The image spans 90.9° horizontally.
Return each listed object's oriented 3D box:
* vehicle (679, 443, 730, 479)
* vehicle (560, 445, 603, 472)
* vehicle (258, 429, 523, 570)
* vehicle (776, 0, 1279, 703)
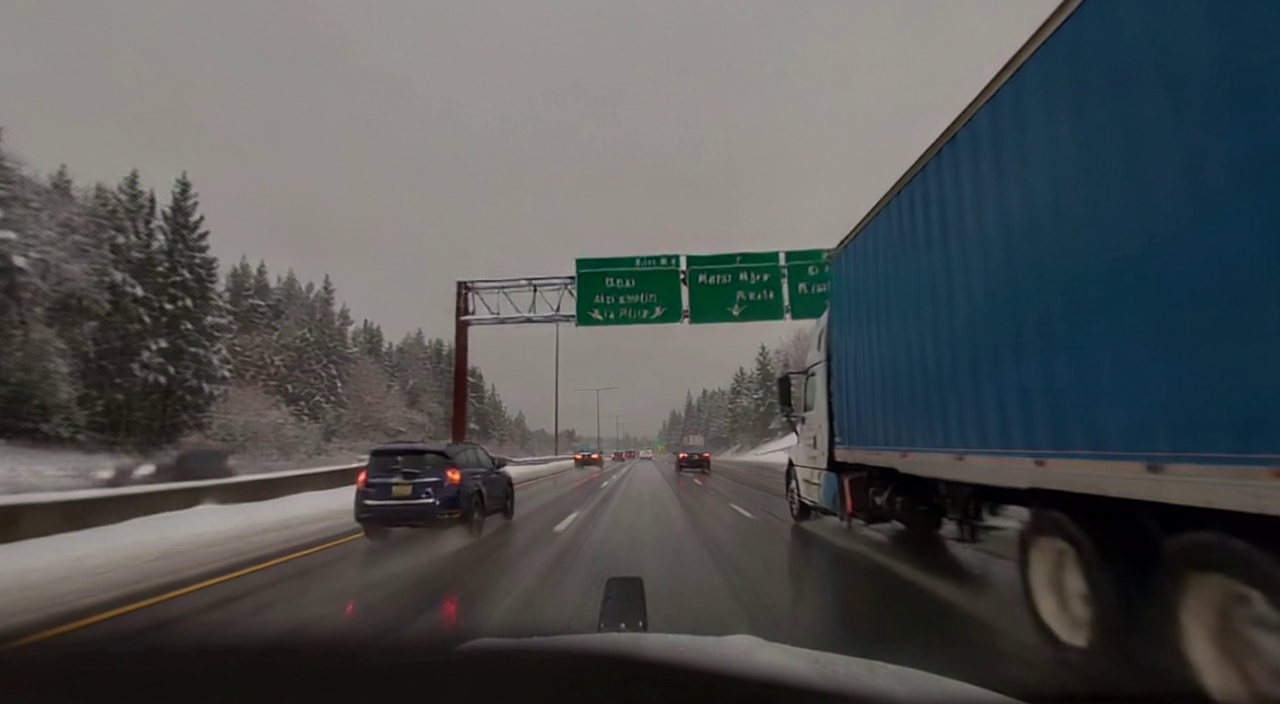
[{"bbox_3d":[2.793,4.863,28.454,2.040,1.461,4.822,-1,-8,3],"label":"vehicle"},{"bbox_3d":[-3.426,6.360,37.913,2.099,1.494,4.504,-1,-8,1],"label":"vehicle"},{"bbox_3d":[-3.334,2.066,9.811,1.974,1.589,5.047,-1,-8,1],"label":"vehicle"},{"bbox_3d":[3.980,0.267,5.985,2.985,3.895,11.239,-1,-8,1],"label":"vehicle"}]
